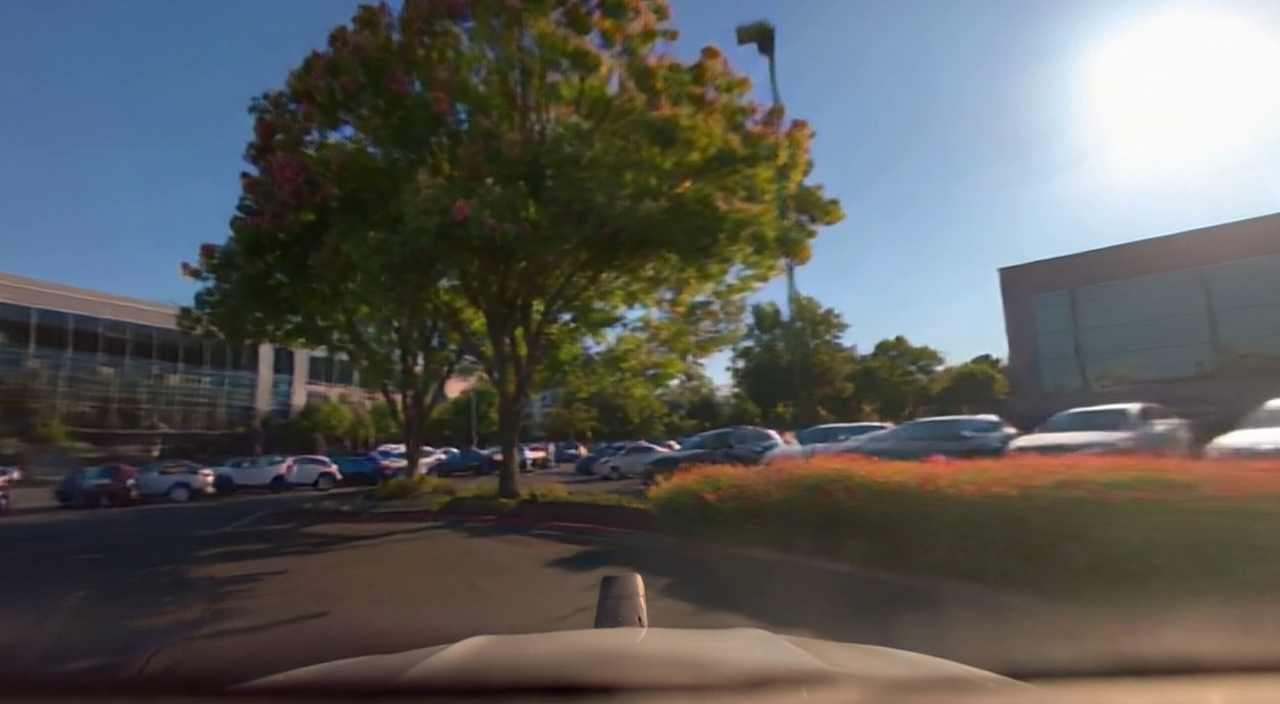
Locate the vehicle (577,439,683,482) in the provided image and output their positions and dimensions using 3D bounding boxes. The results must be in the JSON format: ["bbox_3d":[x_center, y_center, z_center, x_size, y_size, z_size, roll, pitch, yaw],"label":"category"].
[{"bbox_3d":[-0.523,5.326,30.969,4.755,1.707,1.889,-9,-11,24],"label":"vehicle"}]

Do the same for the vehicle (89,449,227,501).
[{"bbox_3d":[-17.839,4.549,23.354,4.934,1.543,1.915,-8,-11,25],"label":"vehicle"}]

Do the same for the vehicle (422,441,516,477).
[{"bbox_3d":[-10.618,6.664,39.279,5.285,1.837,2.318,-8,-10,21],"label":"vehicle"}]

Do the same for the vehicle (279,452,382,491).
[{"bbox_3d":[-14.802,5.713,30.204,4.622,1.479,1.849,-8,-11,22],"label":"vehicle"}]
